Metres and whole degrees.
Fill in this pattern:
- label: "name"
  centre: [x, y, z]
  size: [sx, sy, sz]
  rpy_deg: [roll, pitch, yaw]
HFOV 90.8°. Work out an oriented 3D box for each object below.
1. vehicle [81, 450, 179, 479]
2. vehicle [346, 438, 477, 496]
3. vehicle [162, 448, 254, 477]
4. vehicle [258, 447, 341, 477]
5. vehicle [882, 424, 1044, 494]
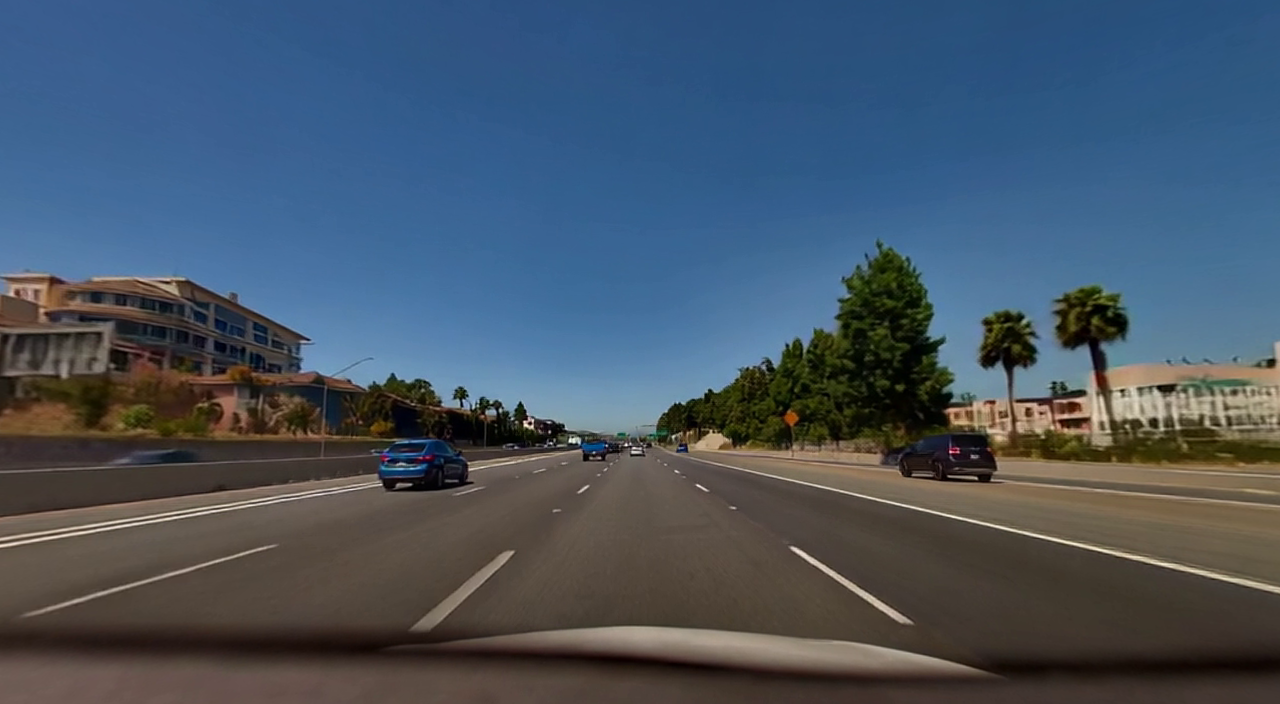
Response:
- label: "vehicle"
  centre: [-27.736, 6.106, 34.530]
  size: [1.833, 1.493, 4.216]
  rpy_deg: [0, -9, -1]
- label: "vehicle"
  centre: [-6.562, 3.371, 18.887]
  size: [2.018, 1.480, 4.999]
  rpy_deg: [0, -9, 0]
- label: "vehicle"
  centre: [-24.397, 6.243, 35.926]
  size: [1.972, 1.510, 4.662]
  rpy_deg: [0, -9, 0]
- label: "vehicle"
  centre: [-17.468, 5.638, 32.683]
  size: [1.836, 1.447, 4.431]
  rpy_deg: [0, -9, 0]
- label: "vehicle"
  centre: [9.211, 3.103, 18.590]
  size: [2.168, 1.792, 4.457]
  rpy_deg: [0, -9, -4]
